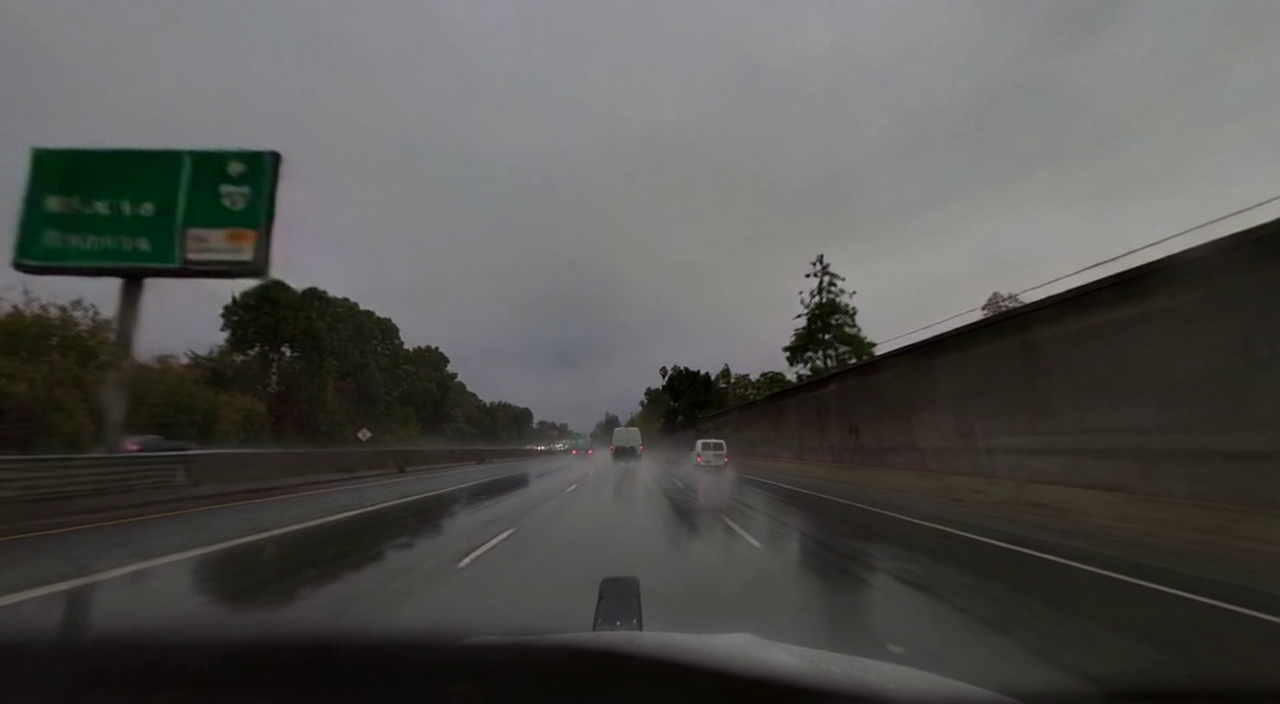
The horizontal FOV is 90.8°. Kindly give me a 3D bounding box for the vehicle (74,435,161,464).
[{"bbox_3d":[-29.082,5.437,35.304,1.601,1.485,3.882,-1,-8,-1],"label":"vehicle"}]

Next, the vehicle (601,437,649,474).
[{"bbox_3d":[-0.743,5.302,32.575,2.297,1.783,4.355,0,-8,-1],"label":"vehicle"}]

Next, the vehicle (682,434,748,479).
[{"bbox_3d":[3.146,4.505,27.418,2.160,1.759,4.214,0,-8,-2],"label":"vehicle"}]

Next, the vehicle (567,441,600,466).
[{"bbox_3d":[-4.123,7.463,46.750,2.023,1.709,4.263,0,-8,0],"label":"vehicle"}]
